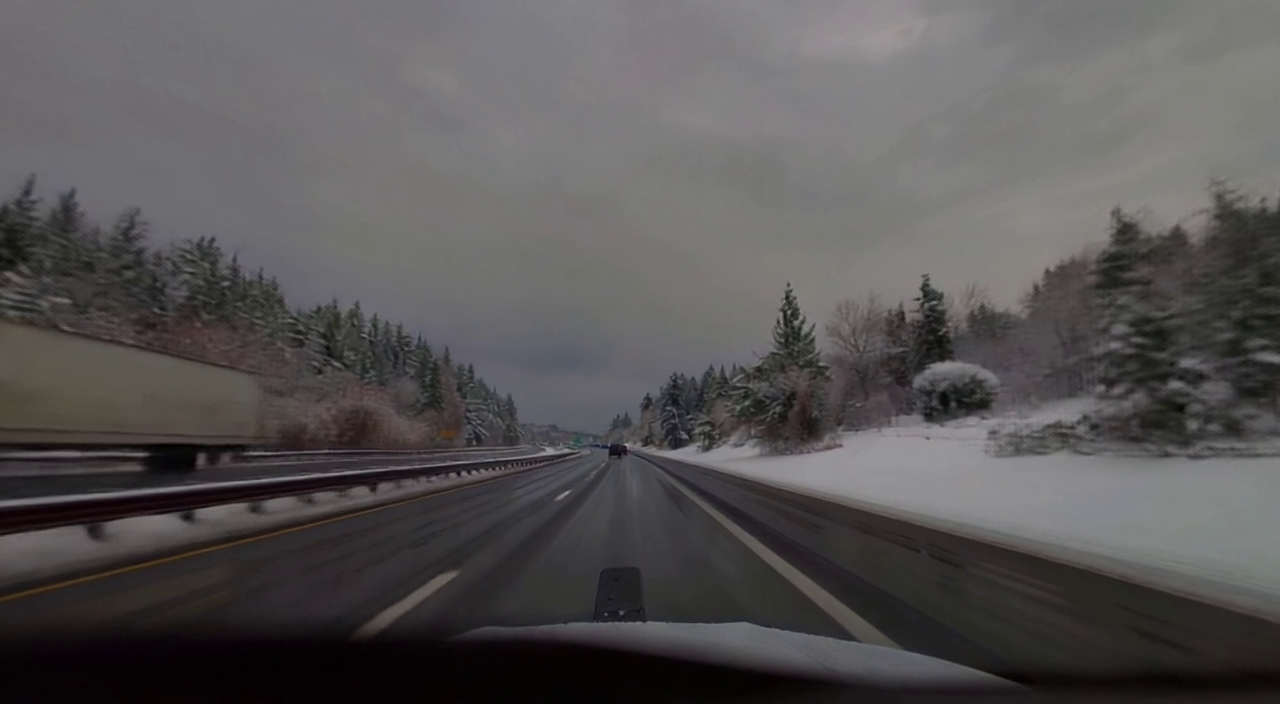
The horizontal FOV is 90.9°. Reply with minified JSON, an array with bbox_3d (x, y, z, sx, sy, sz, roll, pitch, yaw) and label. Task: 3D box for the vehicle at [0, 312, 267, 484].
[{"bbox_3d":[-16.756,1.721,18.983,2.871,4.035,13.724,0,-9,-1],"label":"vehicle"}]
